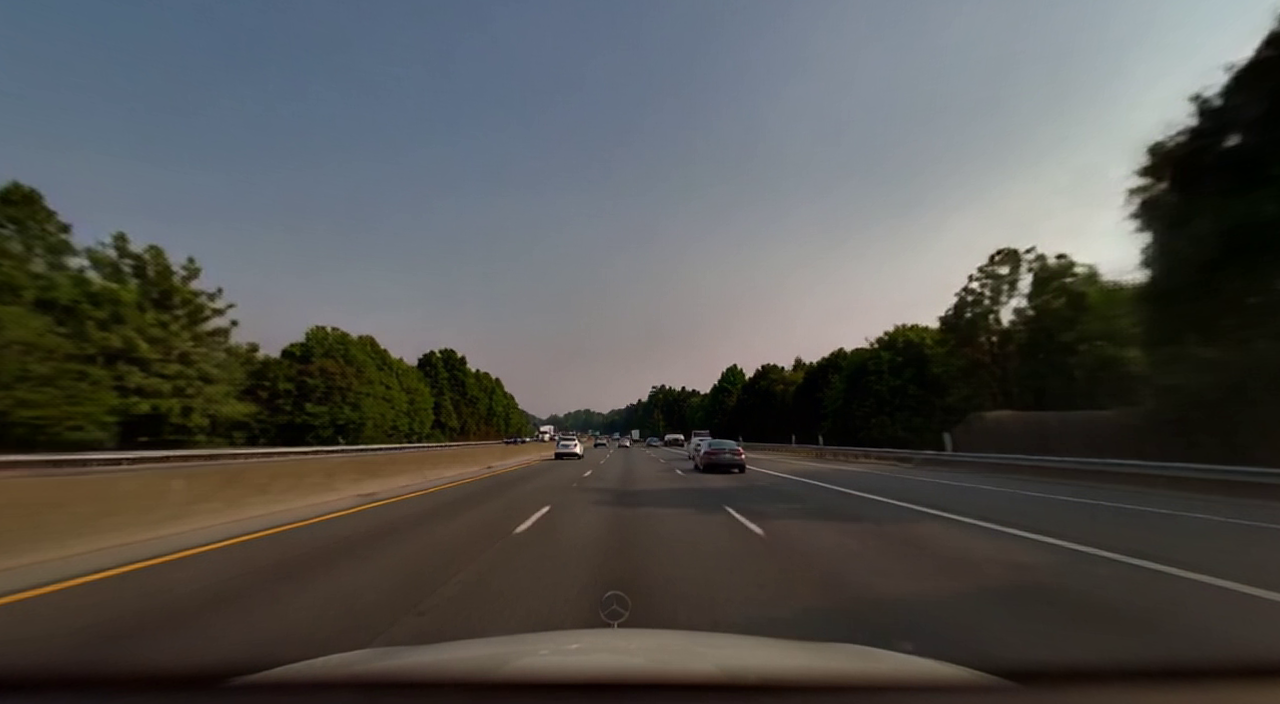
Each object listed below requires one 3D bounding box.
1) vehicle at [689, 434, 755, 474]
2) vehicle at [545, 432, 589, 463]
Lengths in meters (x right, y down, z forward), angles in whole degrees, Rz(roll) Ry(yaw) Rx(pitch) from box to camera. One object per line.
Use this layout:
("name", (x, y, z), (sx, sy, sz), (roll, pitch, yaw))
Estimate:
("vehicle", (3.179, 4.045, 25.315), (1.990, 1.480, 3.865), (0, -8, -2))
("vehicle", (-4.017, 5.350, 35.485), (2.011, 1.614, 4.808), (0, -8, -1))
